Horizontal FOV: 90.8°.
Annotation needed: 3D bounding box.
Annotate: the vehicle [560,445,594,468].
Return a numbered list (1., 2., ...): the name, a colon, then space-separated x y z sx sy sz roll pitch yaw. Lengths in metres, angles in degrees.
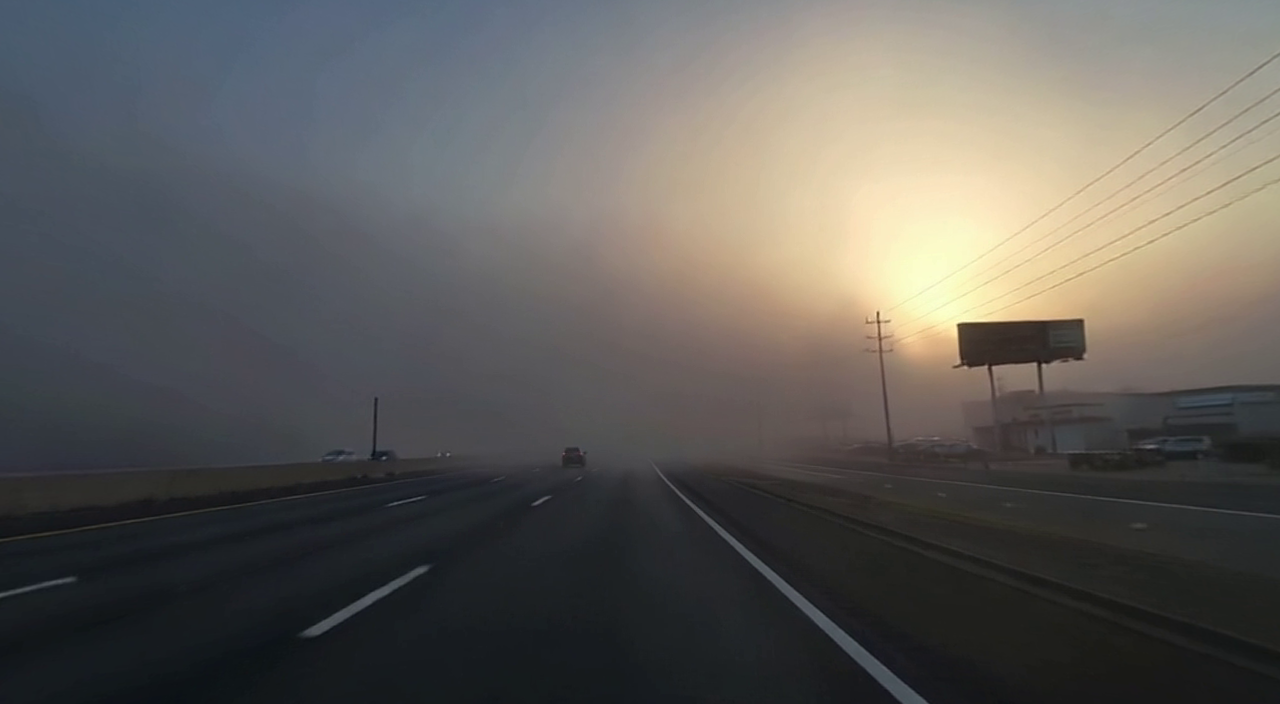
1. vehicle: -4.247 7.148 43.261 1.940 1.479 4.545 0 -9 0
